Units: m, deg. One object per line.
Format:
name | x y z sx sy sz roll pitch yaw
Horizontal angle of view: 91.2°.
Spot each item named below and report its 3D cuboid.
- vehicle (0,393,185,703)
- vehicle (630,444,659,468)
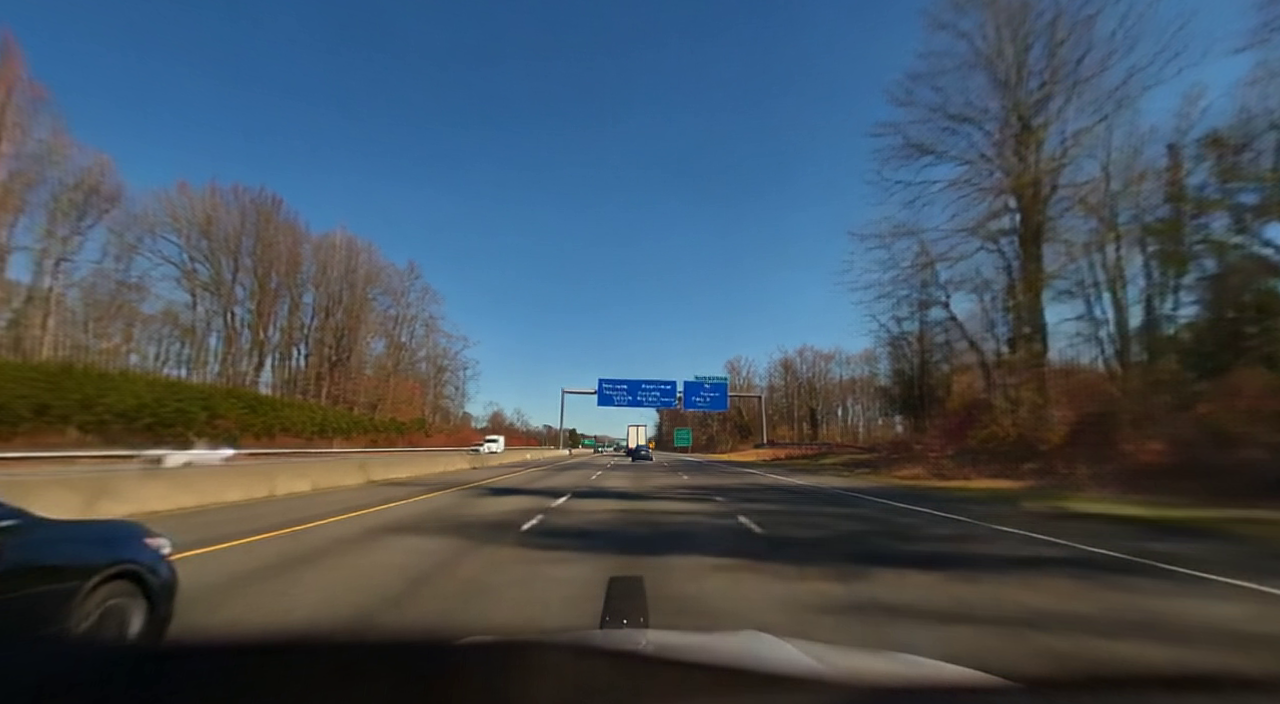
vehicle | -3.553 0.725 1.161 2.012 1.500 4.452 0 -8 1
vehicle | 0.273 6.888 41.830 1.859 1.478 3.799 0 -9 0
